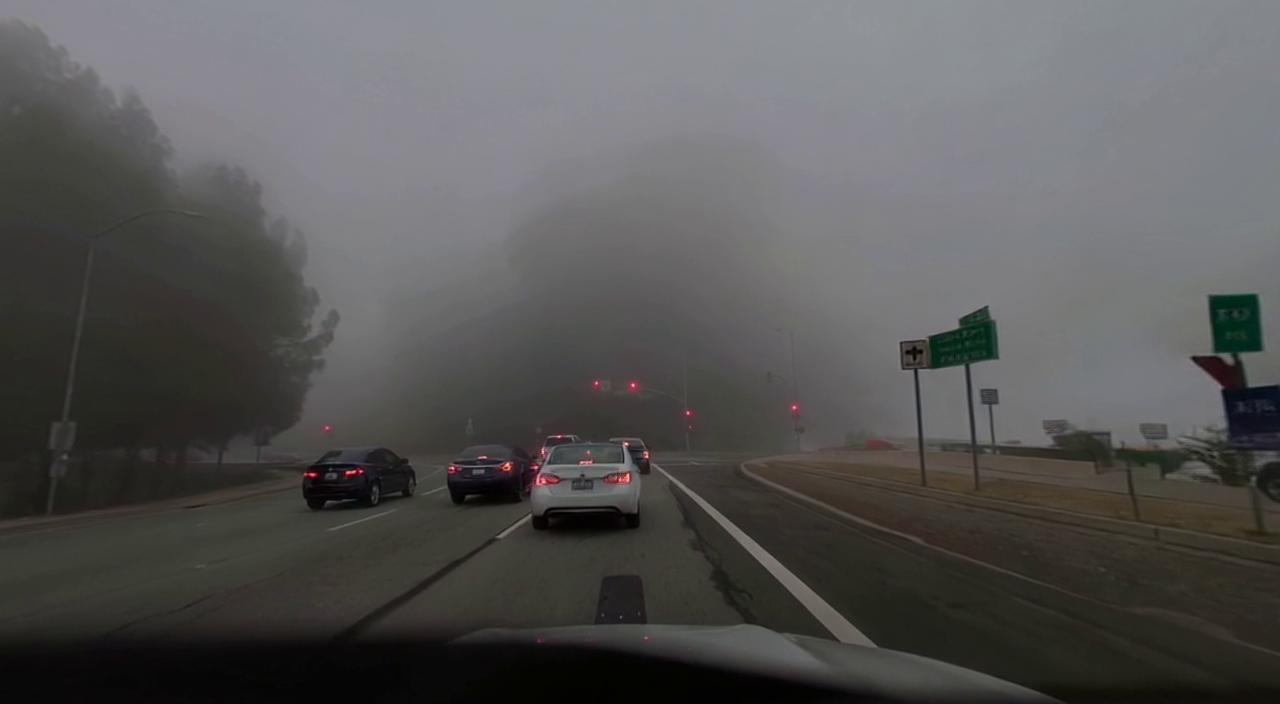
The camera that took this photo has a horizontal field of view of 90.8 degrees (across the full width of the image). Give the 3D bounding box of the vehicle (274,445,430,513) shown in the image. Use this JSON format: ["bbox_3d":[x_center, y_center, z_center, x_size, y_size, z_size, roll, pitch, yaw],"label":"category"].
[{"bbox_3d":[-7.030,3.111,16.053,1.852,1.458,4.422,0,-9,0],"label":"vehicle"}]

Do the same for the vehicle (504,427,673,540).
[{"bbox_3d":[-0.703,2.075,10.639,2.231,1.481,4.489,0,-9,-1],"label":"vehicle"}]

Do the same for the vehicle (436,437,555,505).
[{"bbox_3d":[-3.511,2.979,16.296,1.920,1.480,4.549,0,-9,1],"label":"vehicle"}]
